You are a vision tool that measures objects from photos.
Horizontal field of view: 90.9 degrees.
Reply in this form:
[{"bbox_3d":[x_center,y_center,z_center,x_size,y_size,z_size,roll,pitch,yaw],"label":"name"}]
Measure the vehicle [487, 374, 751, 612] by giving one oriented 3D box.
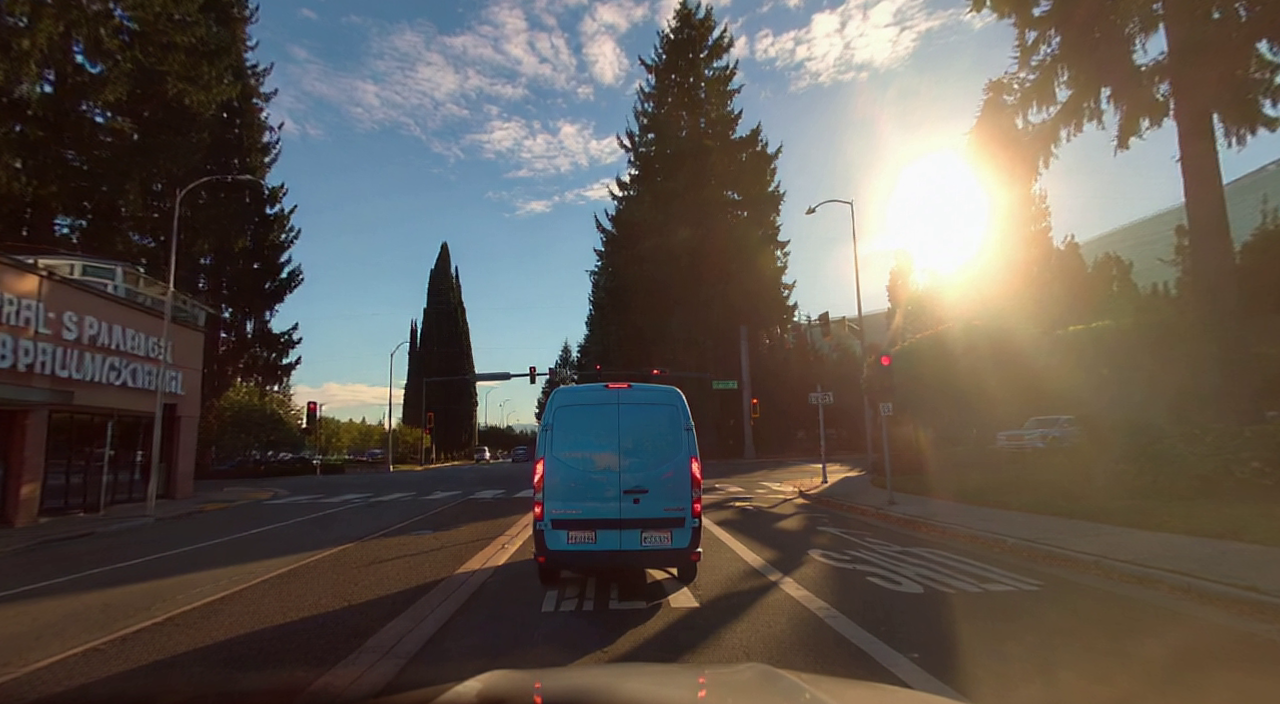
[{"bbox_3d":[-0.295,1.465,7.293,2.181,1.949,3.932,1,-9,-4],"label":"vehicle"}]
